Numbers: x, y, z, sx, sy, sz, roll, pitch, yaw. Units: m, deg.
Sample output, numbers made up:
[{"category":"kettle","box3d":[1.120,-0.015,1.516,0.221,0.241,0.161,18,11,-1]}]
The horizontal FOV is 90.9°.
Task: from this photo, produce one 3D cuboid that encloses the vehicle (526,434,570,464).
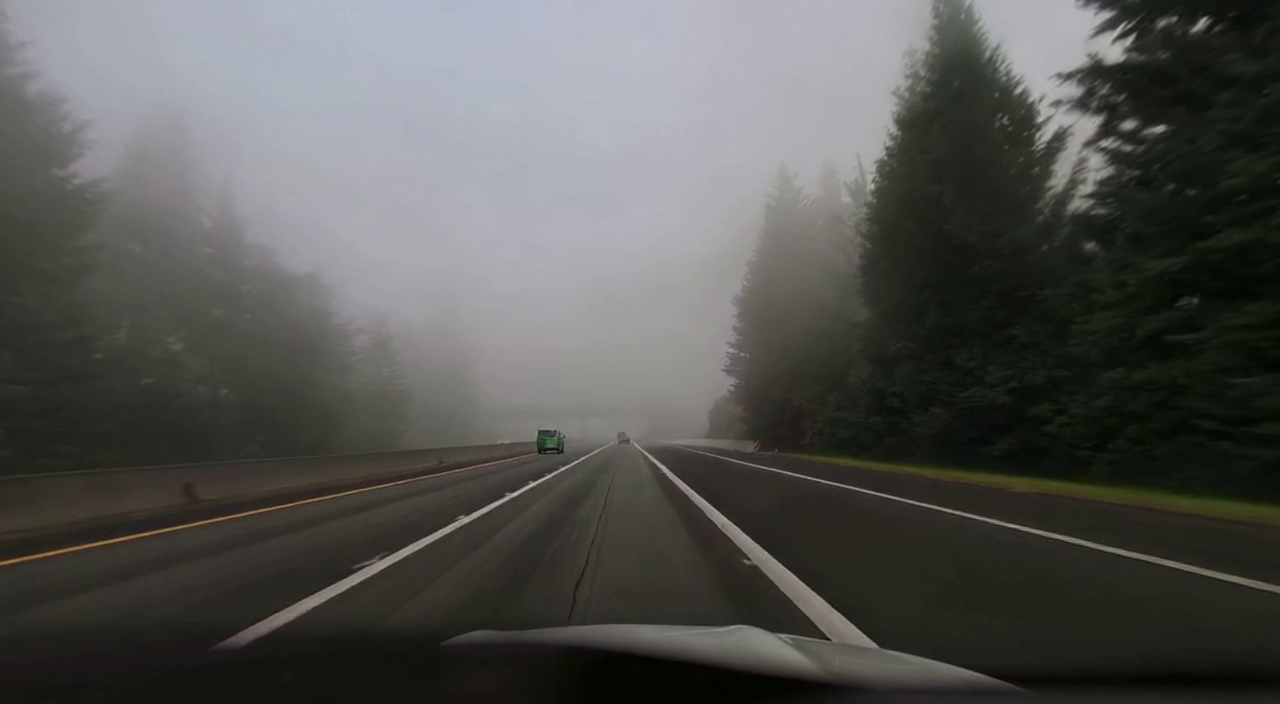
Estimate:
[{"category":"vehicle","box3d":[-4.950,5.245,34.353,1.871,1.489,4.093,0,-8,-1]}]
